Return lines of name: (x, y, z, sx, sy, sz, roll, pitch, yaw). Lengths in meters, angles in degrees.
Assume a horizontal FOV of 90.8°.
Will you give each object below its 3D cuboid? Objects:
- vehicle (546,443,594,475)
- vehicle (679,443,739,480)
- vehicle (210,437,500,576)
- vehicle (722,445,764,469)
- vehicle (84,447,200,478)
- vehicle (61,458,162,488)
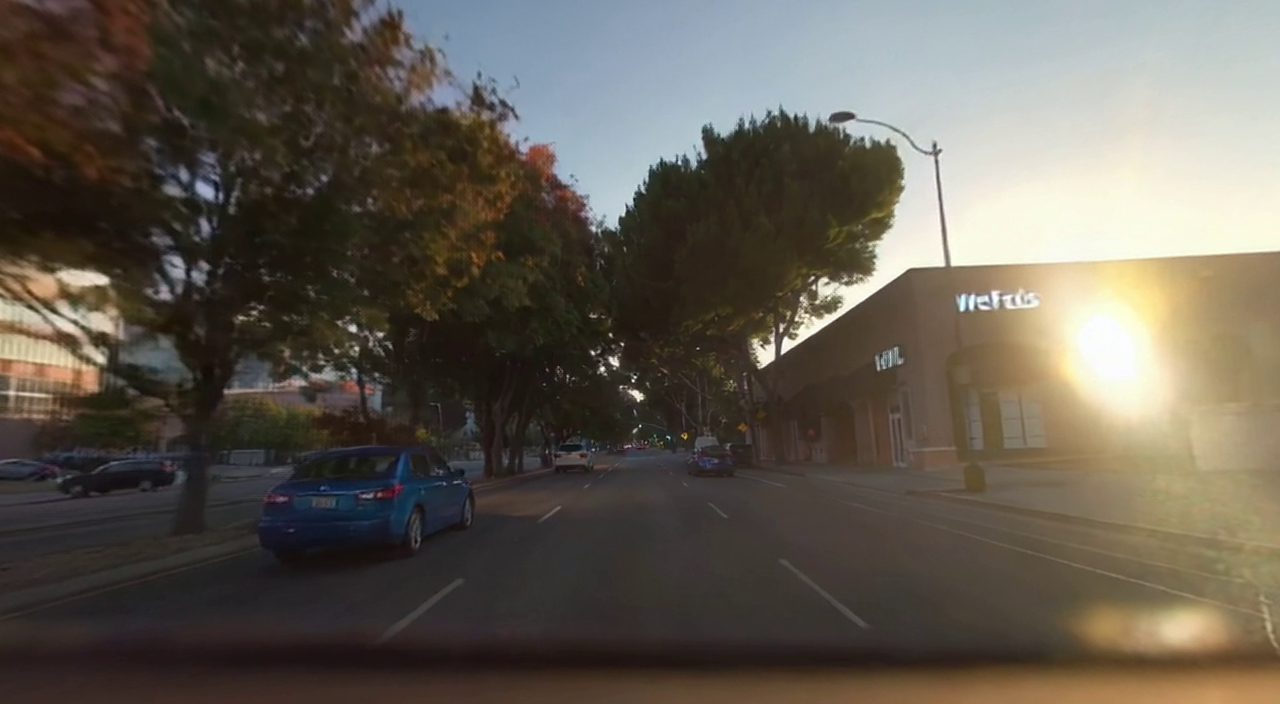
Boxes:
vehicle: (-3.869, 6.005, 35.680, 2.145, 1.694, 4.642, 0, -8, 1)
vehicle: (2.929, 4.762, 27.744, 1.961, 1.482, 4.538, 0, -9, -2)
vehicle: (-3.540, 1.991, 9.012, 2.060, 1.466, 4.387, 0, -9, 0)
vehicle: (6.621, 6.798, 41.049, 1.896, 1.479, 4.416, 0, -9, -2)
vehicle: (-29.488, 6.524, 37.523, 4.987, 1.709, 2.267, -1, -9, 2)
vehicle: (-29.105, 6.664, 34.872, 3.907, 1.533, 1.829, 0, -9, -1)
